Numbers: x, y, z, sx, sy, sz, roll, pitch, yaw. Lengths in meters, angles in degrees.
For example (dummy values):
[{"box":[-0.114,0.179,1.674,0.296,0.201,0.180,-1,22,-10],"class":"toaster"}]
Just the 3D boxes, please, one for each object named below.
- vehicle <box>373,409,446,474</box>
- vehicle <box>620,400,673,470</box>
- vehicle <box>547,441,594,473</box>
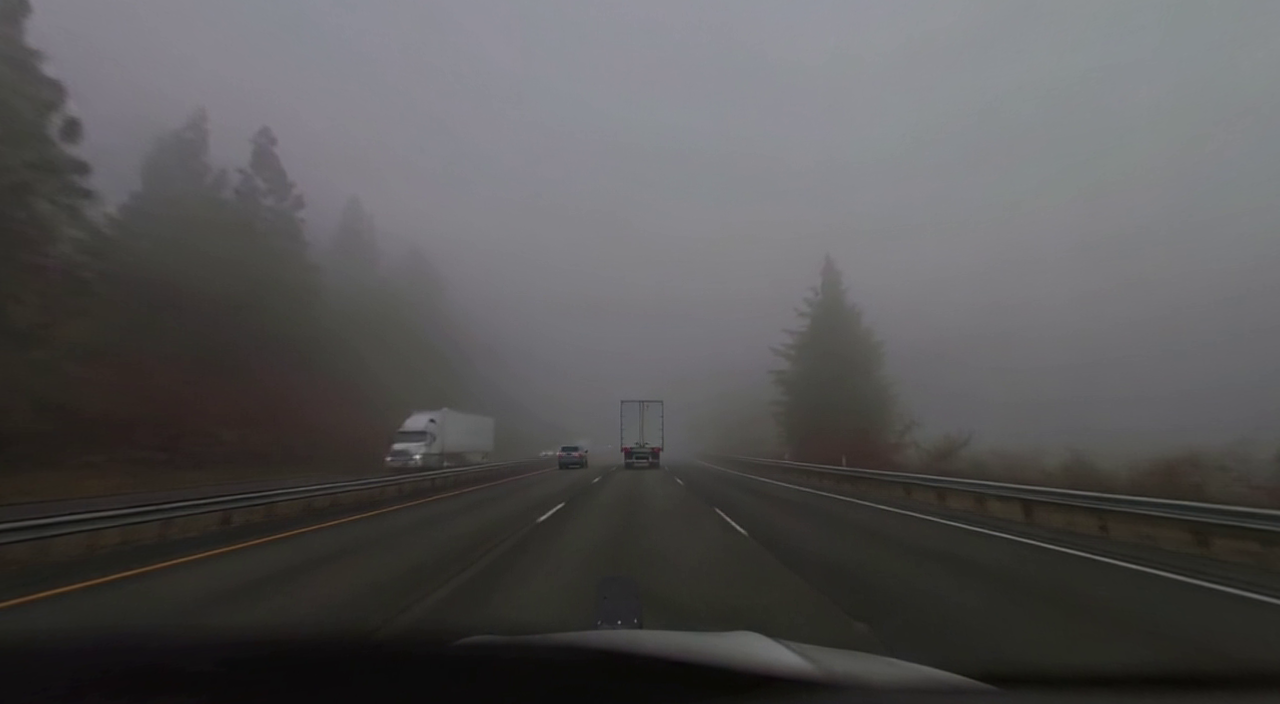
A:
[{"box":[-14.613,5.749,40.046,2.934,3.940,3.841,0,-9,2],"class":"vehicle"},{"box":[0.338,5.734,42.433,3.100,4.091,10.664,0,-9,0],"class":"vehicle"},{"box":[-3.803,5.860,35.040,2.112,1.645,4.129,0,-9,0],"class":"vehicle"}]
